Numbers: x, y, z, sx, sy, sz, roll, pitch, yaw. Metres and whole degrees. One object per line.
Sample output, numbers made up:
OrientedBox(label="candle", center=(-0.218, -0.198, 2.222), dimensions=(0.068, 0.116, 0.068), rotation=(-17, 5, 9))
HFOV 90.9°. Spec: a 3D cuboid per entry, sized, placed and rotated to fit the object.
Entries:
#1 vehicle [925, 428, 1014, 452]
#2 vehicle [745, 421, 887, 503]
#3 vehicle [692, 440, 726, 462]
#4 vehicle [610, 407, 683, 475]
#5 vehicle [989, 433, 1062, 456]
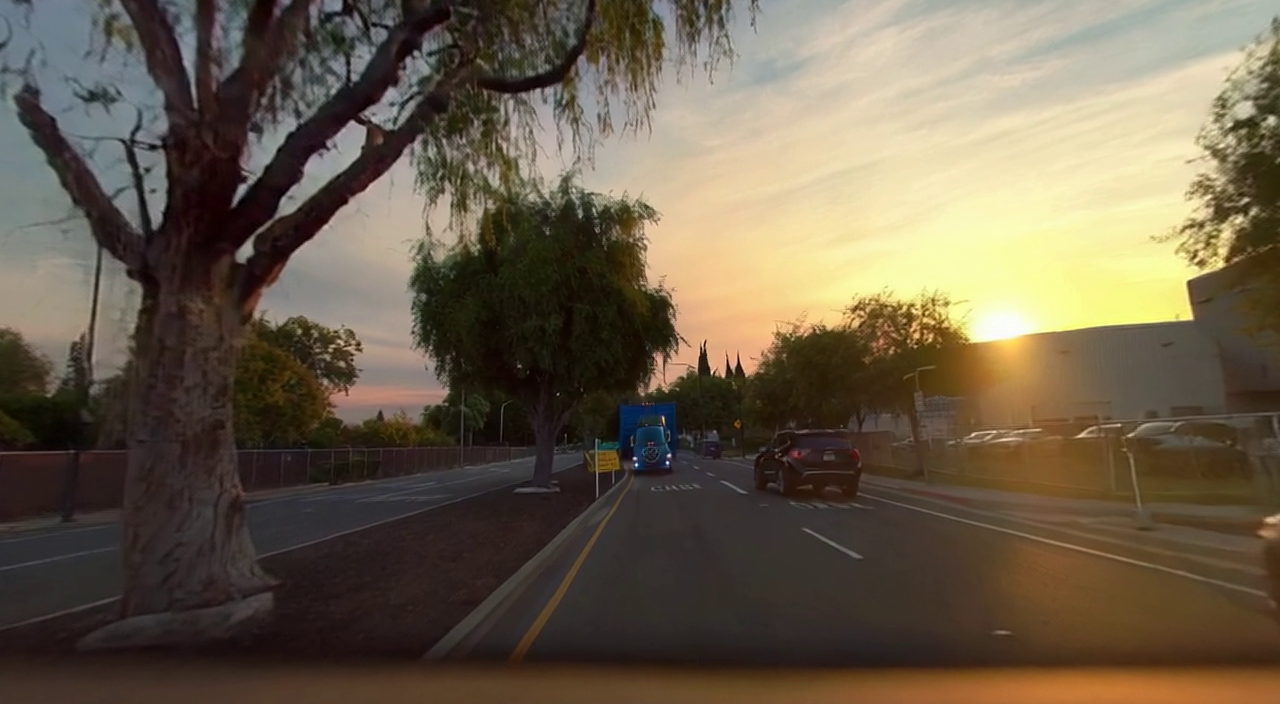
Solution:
OrientedBox(label="vehicle", center=(22.655, 6.087, 43.464), dimensions=(4.995, 1.543, 1.899), rotation=(-1, -11, 1))
OrientedBox(label="vehicle", center=(4.453, 2.880, 16.985), dimensions=(2.375, 1.857, 5.100), rotation=(0, -8, 0))
OrientedBox(label="vehicle", center=(5.342, 7.749, 49.429), dimensions=(2.076, 1.661, 4.524), rotation=(0, -8, 0))
OrientedBox(label="vehicle", center=(0.415, 4.434, 31.369), dimensions=(3.197, 2.963, 7.055), rotation=(0, -8, 2))
OrientedBox(label="vehicle", center=(23.007, 5.546, 37.678), dimensions=(3.251, 1.321, 1.555), rotation=(0, -9, -1))
